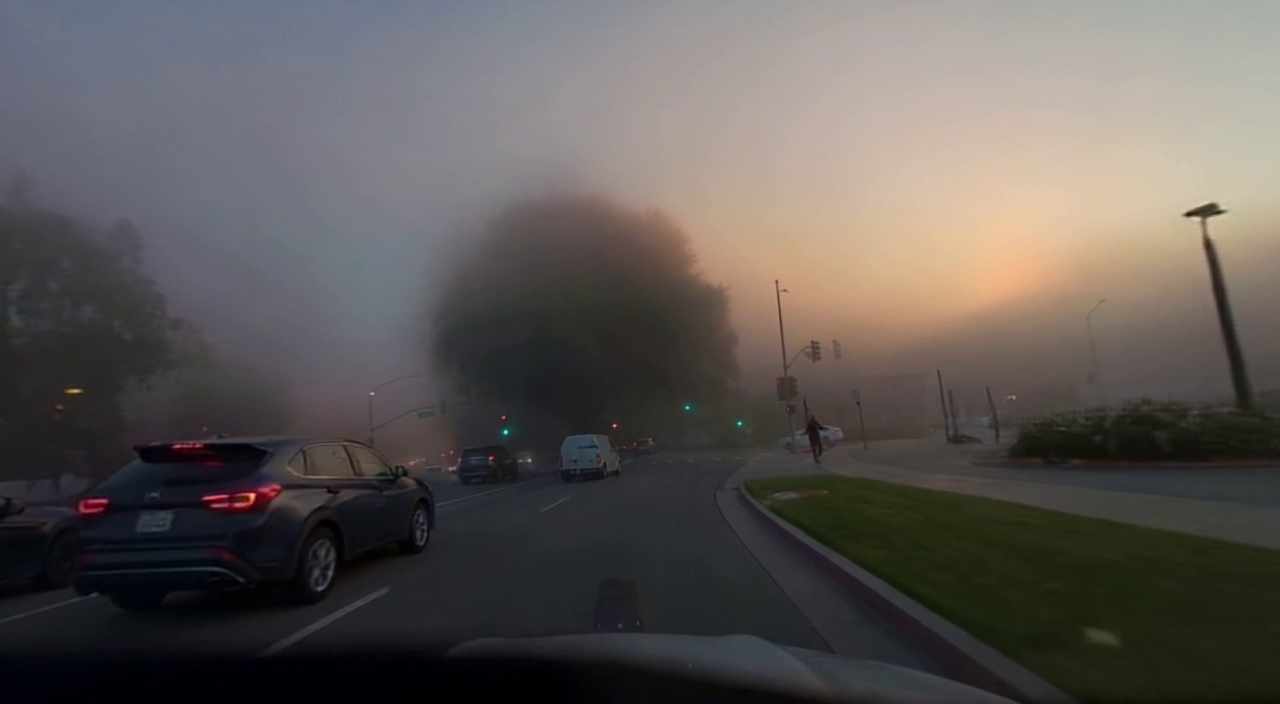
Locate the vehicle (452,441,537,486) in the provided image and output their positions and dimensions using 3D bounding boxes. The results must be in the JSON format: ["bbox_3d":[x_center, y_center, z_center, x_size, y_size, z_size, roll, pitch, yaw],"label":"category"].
[{"bbox_3d":[-6.154,4.765,27.403,2.160,1.779,4.549,-1,-8,7],"label":"vehicle"}]

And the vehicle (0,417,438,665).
[{"bbox_3d":[-3.892,1.614,6.616,2.002,1.664,4.113,-4,-7,3],"label":"vehicle"}]

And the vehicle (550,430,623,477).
[{"bbox_3d":[-2.143,4.294,26.929,2.167,1.832,4.679,-1,-8,7],"label":"vehicle"}]
